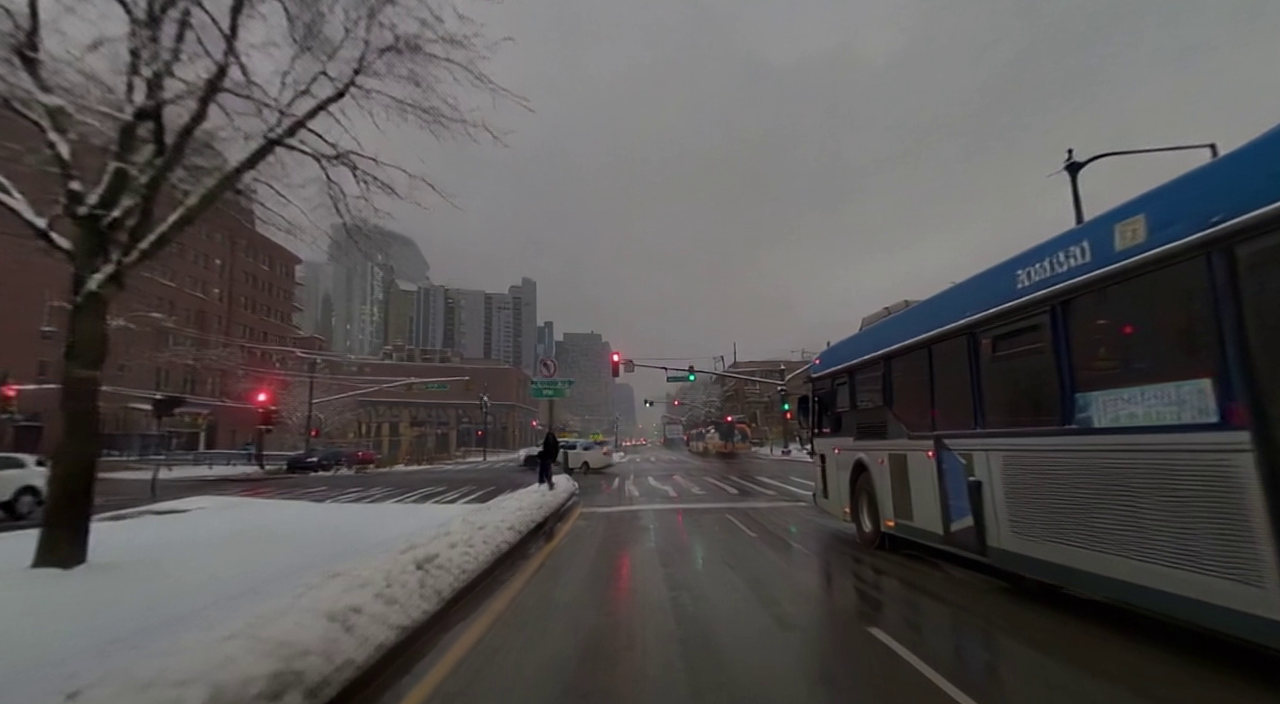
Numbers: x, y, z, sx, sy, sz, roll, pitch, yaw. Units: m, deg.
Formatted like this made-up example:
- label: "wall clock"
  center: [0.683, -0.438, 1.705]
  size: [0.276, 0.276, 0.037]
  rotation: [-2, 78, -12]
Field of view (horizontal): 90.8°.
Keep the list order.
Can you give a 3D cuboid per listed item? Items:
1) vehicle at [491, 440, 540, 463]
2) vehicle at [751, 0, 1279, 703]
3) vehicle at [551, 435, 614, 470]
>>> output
- label: "vehicle"
  center: [-8.418, 6.661, 42.552]
  size: [2.036, 1.467, 3.979]
  rotation: [4, -10, -29]
- label: "vehicle"
  center: [3.260, -0.258, 2.083]
  size: [3.250, 3.731, 13.693]
  rotation: [0, -8, 0]
- label: "vehicle"
  center: [-2.859, 4.788, 30.363]
  size: [2.123, 1.544, 4.158]
  rotation: [2, -9, -18]
